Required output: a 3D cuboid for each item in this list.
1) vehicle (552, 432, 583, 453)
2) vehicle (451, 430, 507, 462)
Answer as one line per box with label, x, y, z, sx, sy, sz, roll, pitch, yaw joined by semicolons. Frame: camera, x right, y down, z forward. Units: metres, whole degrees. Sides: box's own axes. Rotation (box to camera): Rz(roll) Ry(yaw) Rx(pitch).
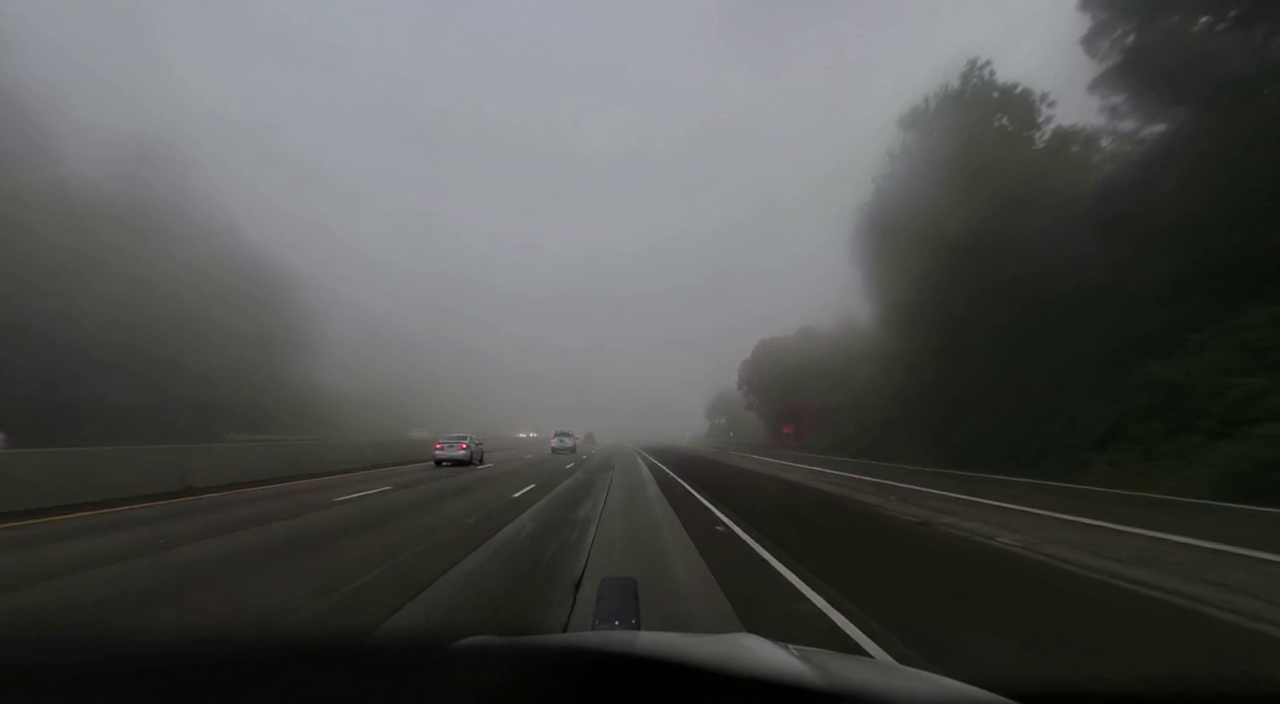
vehicle;-5.525;6.949;48.546;1.958;1.580;3.961;0;-8;0
vehicle;-8.419;4.941;33.320;1.965;1.605;4.115;0;-8;-2
